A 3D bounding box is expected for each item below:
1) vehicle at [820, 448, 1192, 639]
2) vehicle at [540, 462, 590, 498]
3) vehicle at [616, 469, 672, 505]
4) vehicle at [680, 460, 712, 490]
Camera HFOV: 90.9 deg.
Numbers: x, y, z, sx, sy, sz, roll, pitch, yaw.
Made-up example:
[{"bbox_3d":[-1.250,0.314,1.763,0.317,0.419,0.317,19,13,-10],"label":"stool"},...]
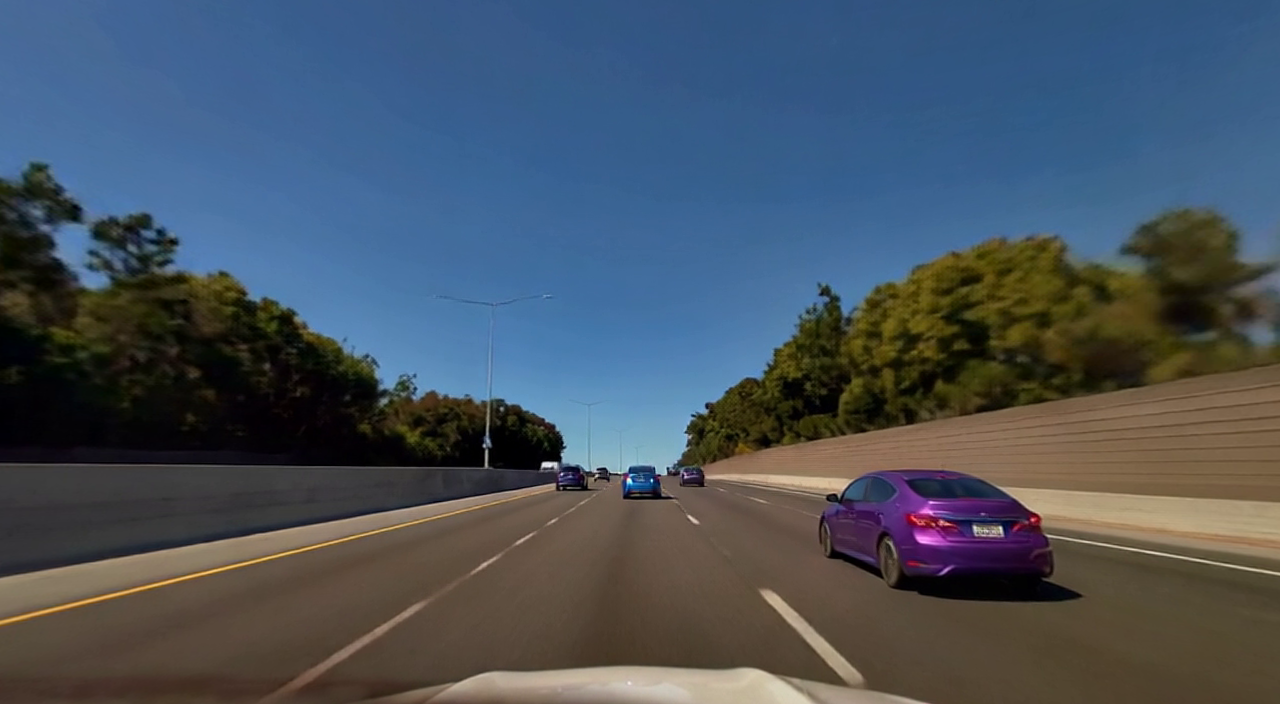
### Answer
[{"bbox_3d":[3.641,1.970,7.273,1.938,1.561,3.786,1,-10,-1],"label":"vehicle"},{"bbox_3d":[-3.840,6.692,33.056,2.021,1.706,4.247,1,-10,1],"label":"vehicle"},{"bbox_3d":[0.188,5.837,27.542,2.241,1.425,3.973,1,-10,0],"label":"vehicle"},{"bbox_3d":[4.243,9.423,48.526,2.030,2.172,3.621,1,-10,-2],"label":"vehicle"}]
